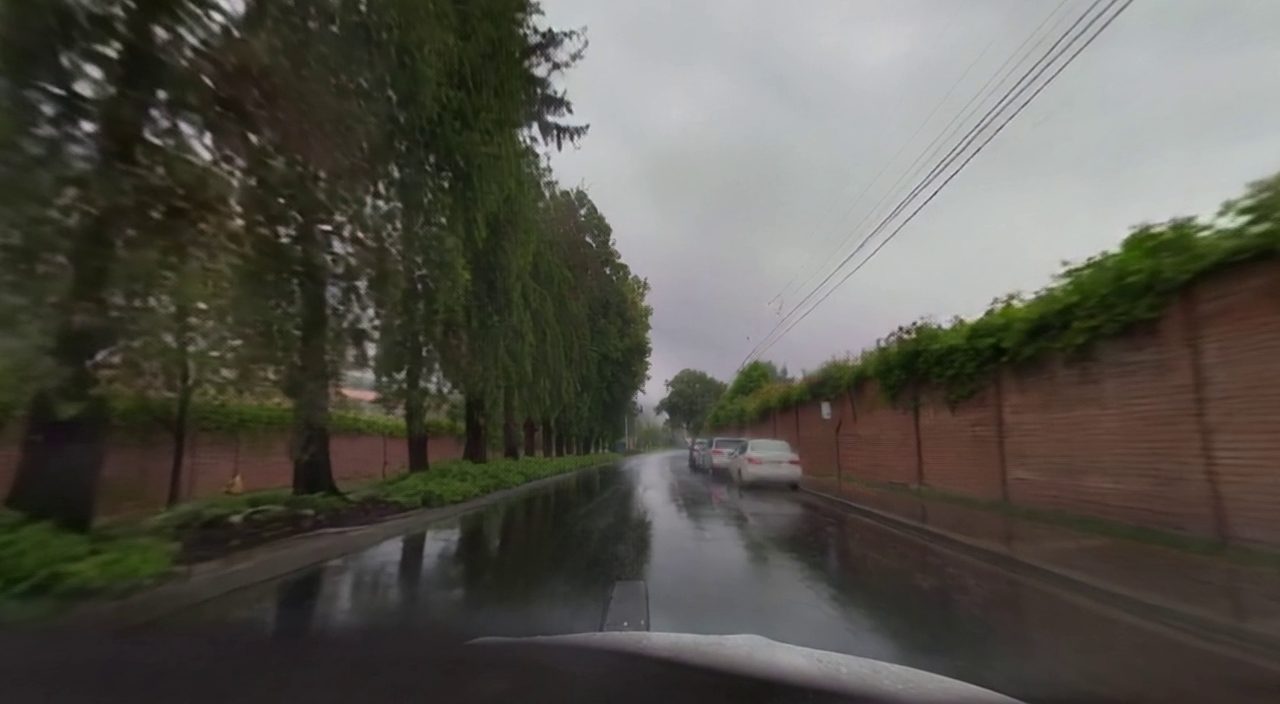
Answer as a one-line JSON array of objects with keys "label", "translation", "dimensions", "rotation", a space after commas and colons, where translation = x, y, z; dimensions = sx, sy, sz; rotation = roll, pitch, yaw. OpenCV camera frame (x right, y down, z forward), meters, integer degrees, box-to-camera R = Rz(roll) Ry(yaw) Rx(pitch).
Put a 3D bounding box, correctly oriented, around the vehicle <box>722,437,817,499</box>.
[{"label": "vehicle", "translation": [3.918, 3.553, 20.011], "dimensions": [2.048, 1.596, 5.543], "rotation": [2, -8, 2]}]
